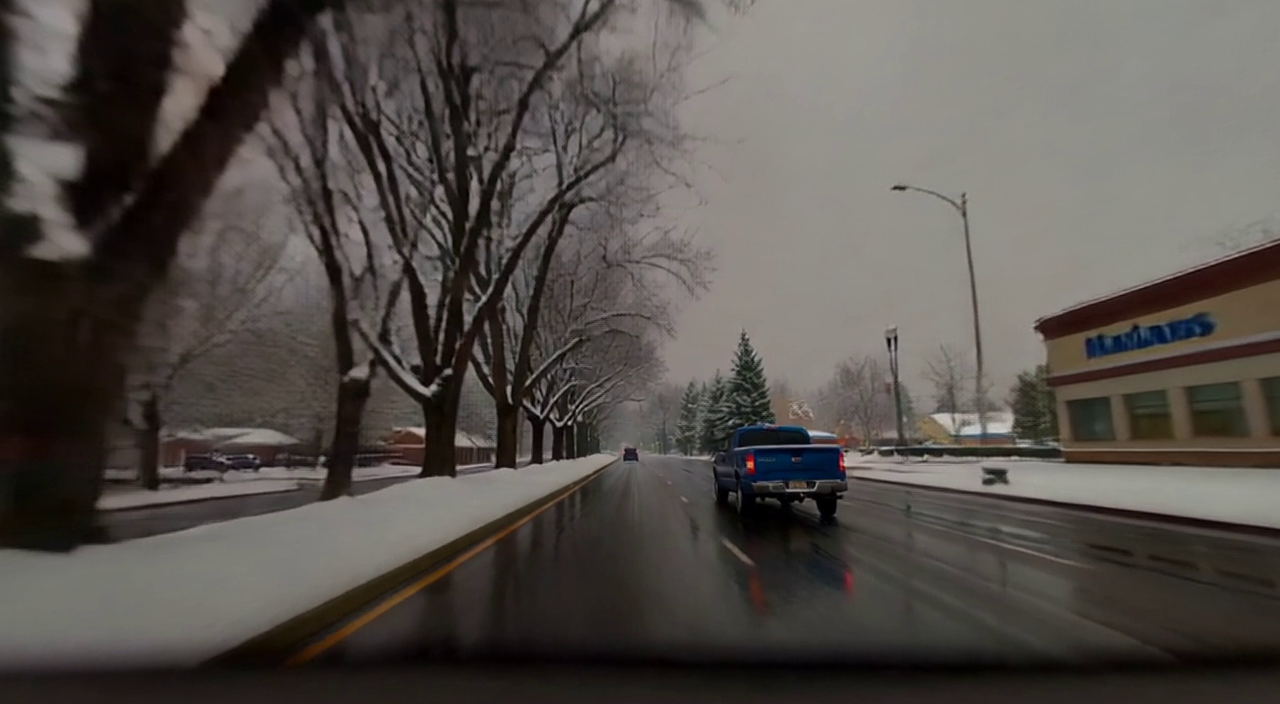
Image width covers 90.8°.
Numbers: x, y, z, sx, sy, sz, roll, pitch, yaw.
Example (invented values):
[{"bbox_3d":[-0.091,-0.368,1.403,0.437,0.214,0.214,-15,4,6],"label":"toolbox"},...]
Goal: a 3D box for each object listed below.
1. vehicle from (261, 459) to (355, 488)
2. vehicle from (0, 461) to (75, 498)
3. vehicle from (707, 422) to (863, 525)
[{"bbox_3d":[-22.477,8.229,42.914,5.074,1.804,2.283,-1,-9,3],"label":"vehicle"},{"bbox_3d":[-29.719,6.022,29.975,3.749,1.600,2.011,0,-9,-2],"label":"vehicle"},{"bbox_3d":[2.899,2.586,14.071,2.138,1.836,5.245,0,-9,-1],"label":"vehicle"}]
